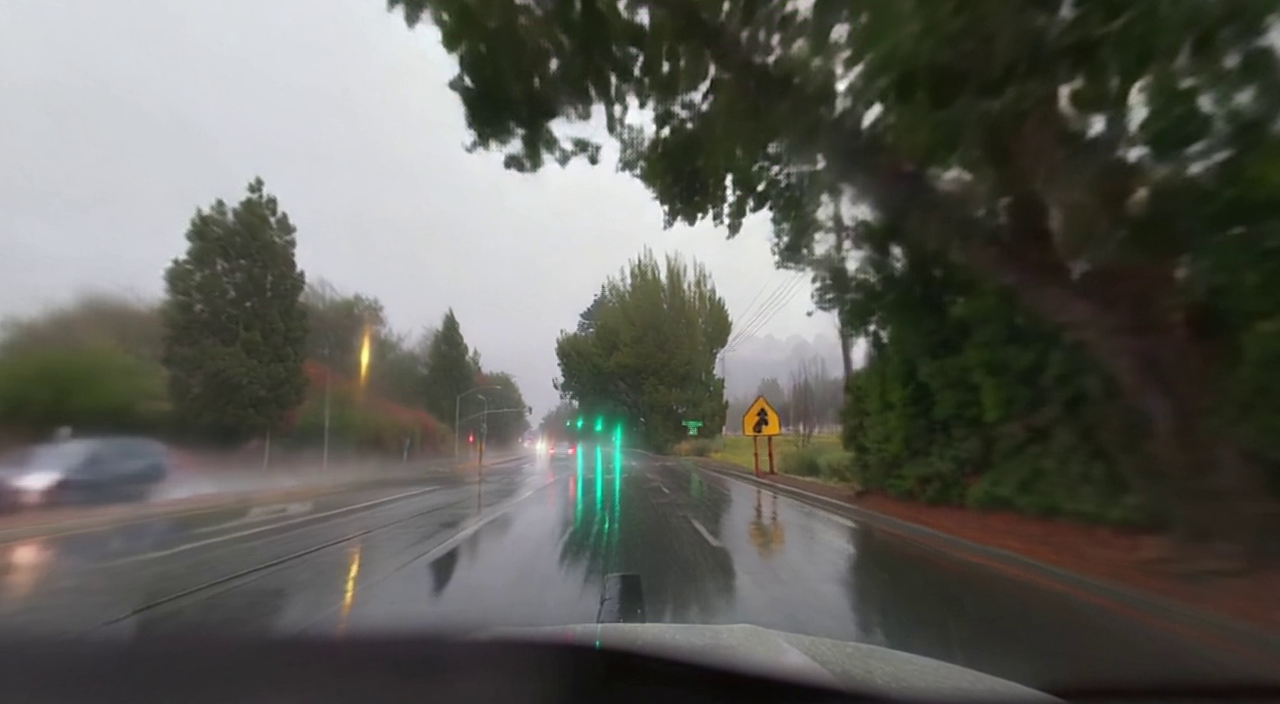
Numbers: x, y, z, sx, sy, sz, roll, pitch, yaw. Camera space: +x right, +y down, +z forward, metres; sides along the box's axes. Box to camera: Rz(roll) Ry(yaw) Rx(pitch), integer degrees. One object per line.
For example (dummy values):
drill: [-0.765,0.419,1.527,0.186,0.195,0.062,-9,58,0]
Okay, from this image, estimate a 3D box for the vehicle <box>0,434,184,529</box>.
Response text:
vehicle: [-13.786,2.914,14.802,2.277,1.857,5.330,0,-9,-1]
